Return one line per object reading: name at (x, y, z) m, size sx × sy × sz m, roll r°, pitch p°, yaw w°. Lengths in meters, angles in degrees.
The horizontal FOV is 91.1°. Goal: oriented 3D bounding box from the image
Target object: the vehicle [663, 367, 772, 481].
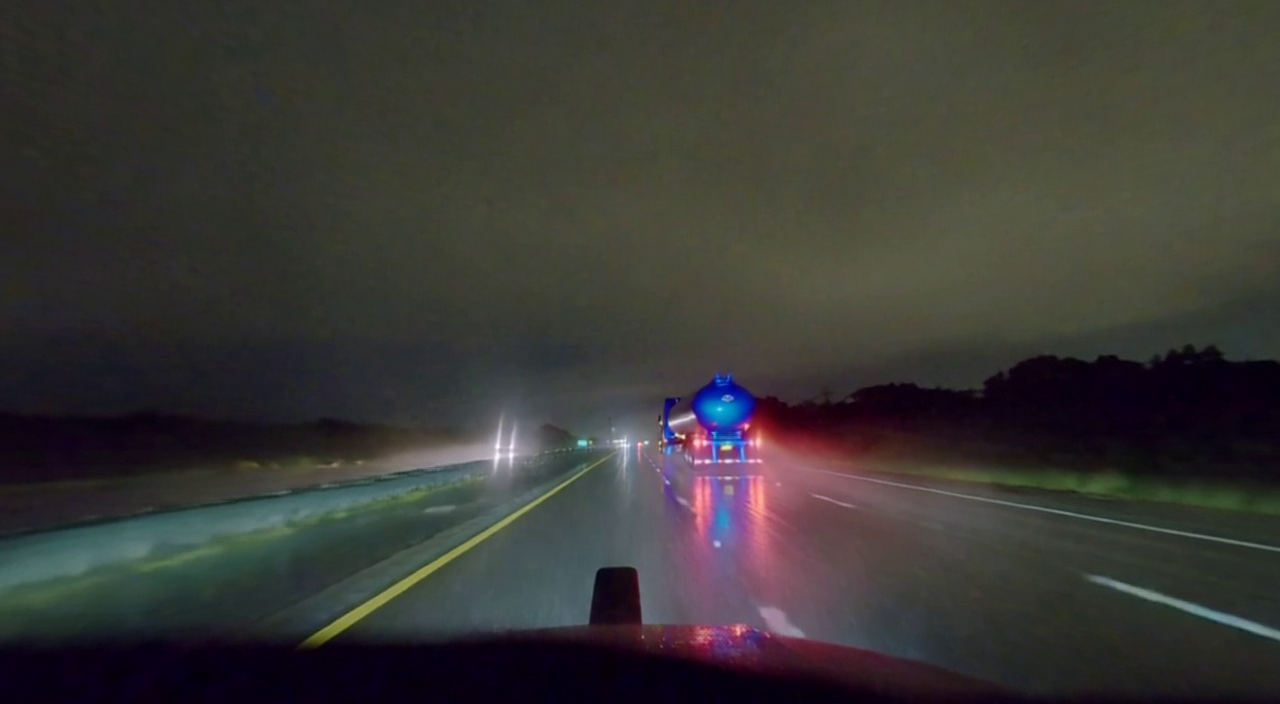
vehicle at (2.753, 3.140, 26.532) m, size 2.946 × 3.745 × 11.516 m, roll 0°, pitch -8°, yaw -1°
